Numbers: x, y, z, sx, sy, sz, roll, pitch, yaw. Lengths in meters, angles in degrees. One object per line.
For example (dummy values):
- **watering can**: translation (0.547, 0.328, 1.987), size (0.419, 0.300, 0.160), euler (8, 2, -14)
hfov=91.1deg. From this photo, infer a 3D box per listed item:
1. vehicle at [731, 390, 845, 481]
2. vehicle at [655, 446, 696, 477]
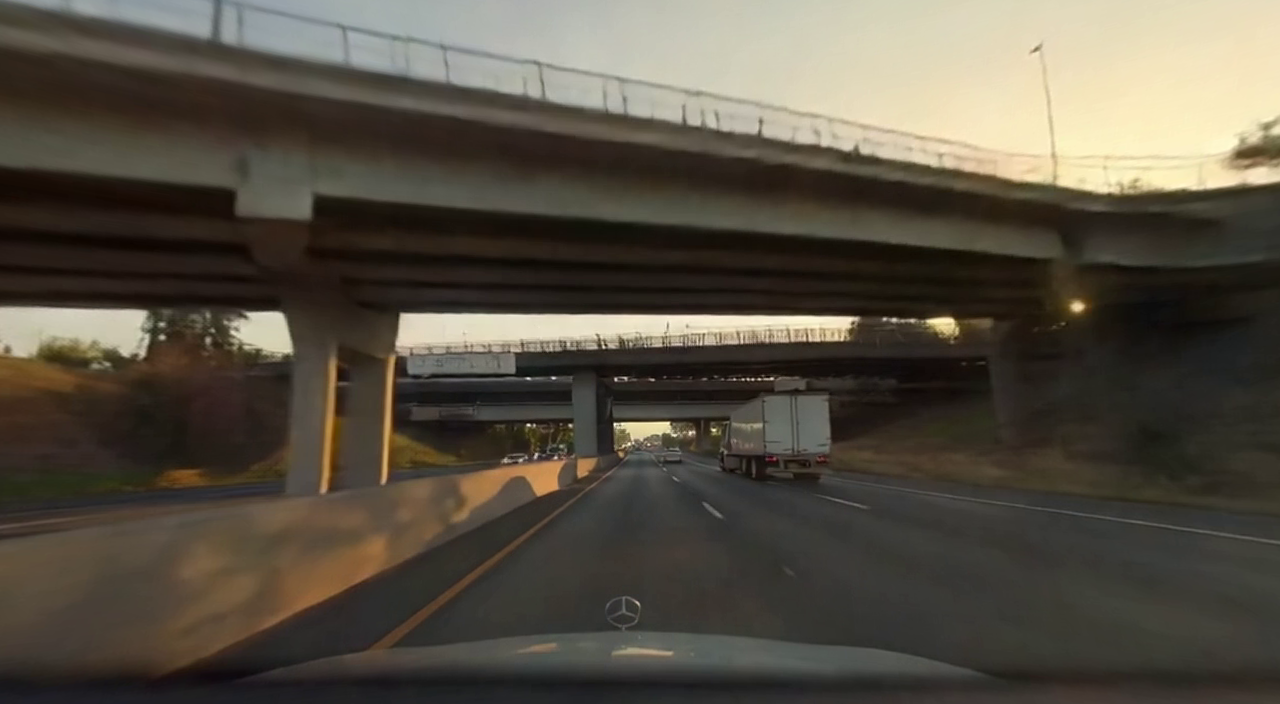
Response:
- **vehicle**: translation (7.658, 4.794, 35.240), size (2.907, 4.042, 13.858), euler (0, -9, 0)
- **vehicle**: translation (1.885, 5.964, 34.335), size (2.024, 1.579, 3.707), euler (-1, -9, 1)
